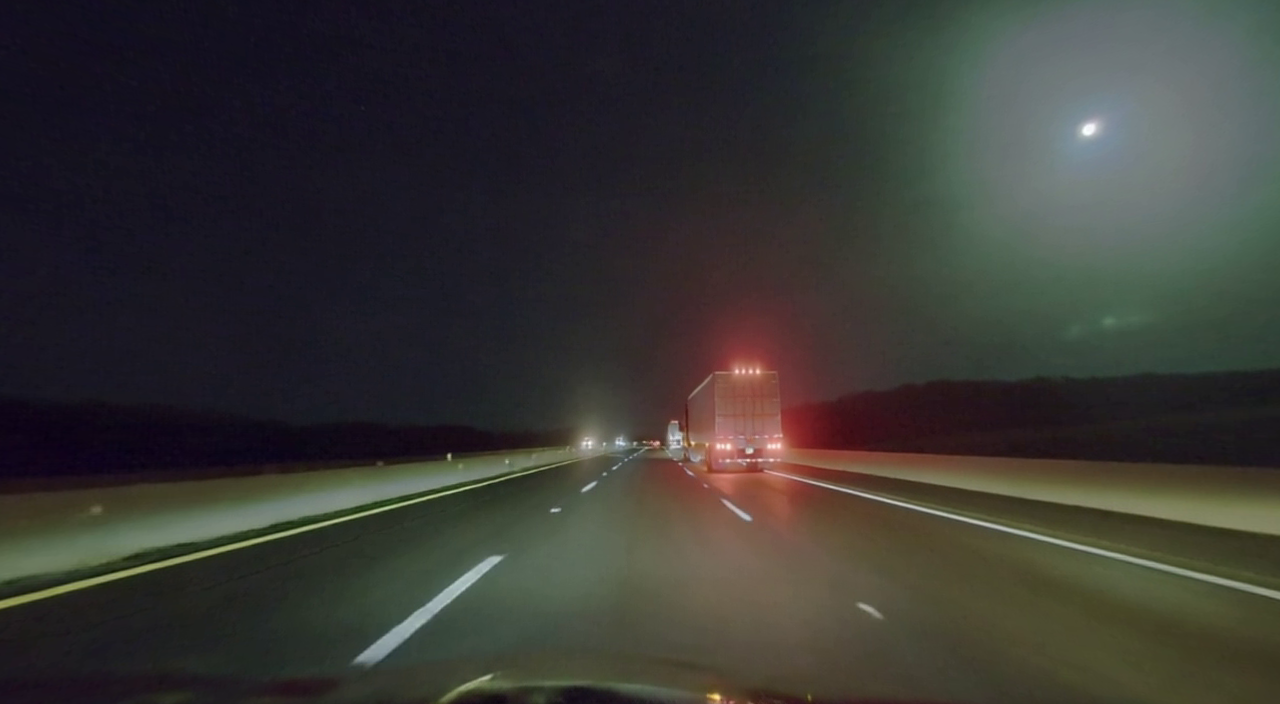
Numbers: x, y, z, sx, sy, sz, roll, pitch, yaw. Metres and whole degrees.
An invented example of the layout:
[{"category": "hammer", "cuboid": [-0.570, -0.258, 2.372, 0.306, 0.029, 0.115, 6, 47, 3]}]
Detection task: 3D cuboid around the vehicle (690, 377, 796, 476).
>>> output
[{"category": "vehicle", "cuboid": [4.757, 4.086, 32.799, 3.485, 3.975, 14.489, 0, -8, 2]}]
